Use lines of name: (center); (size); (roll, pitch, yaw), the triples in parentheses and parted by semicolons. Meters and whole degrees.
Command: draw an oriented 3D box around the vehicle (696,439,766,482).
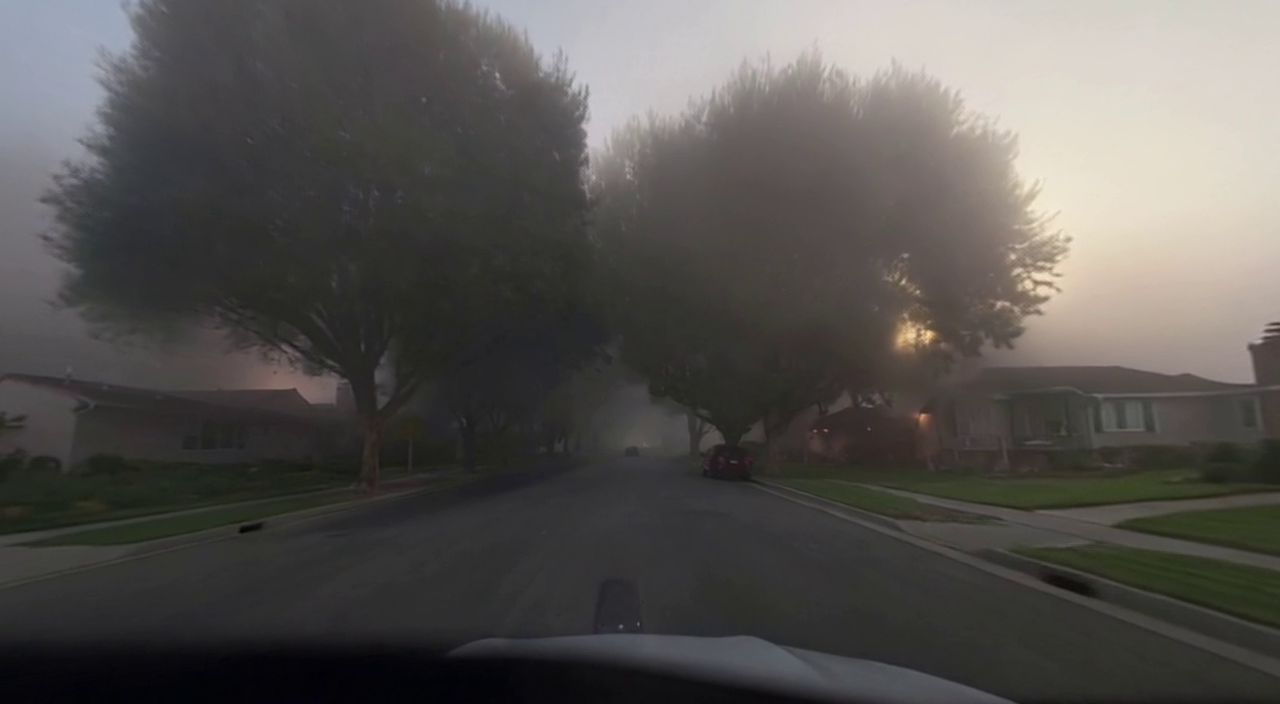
vehicle: (3.668, 4.489, 26.445); (2.136, 1.596, 4.790); (0, -9, -1)

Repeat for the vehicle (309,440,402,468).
vehicle: (-17.115, 6.166, 38.170); (4.607, 1.573, 2.058); (0, -8, -5)
